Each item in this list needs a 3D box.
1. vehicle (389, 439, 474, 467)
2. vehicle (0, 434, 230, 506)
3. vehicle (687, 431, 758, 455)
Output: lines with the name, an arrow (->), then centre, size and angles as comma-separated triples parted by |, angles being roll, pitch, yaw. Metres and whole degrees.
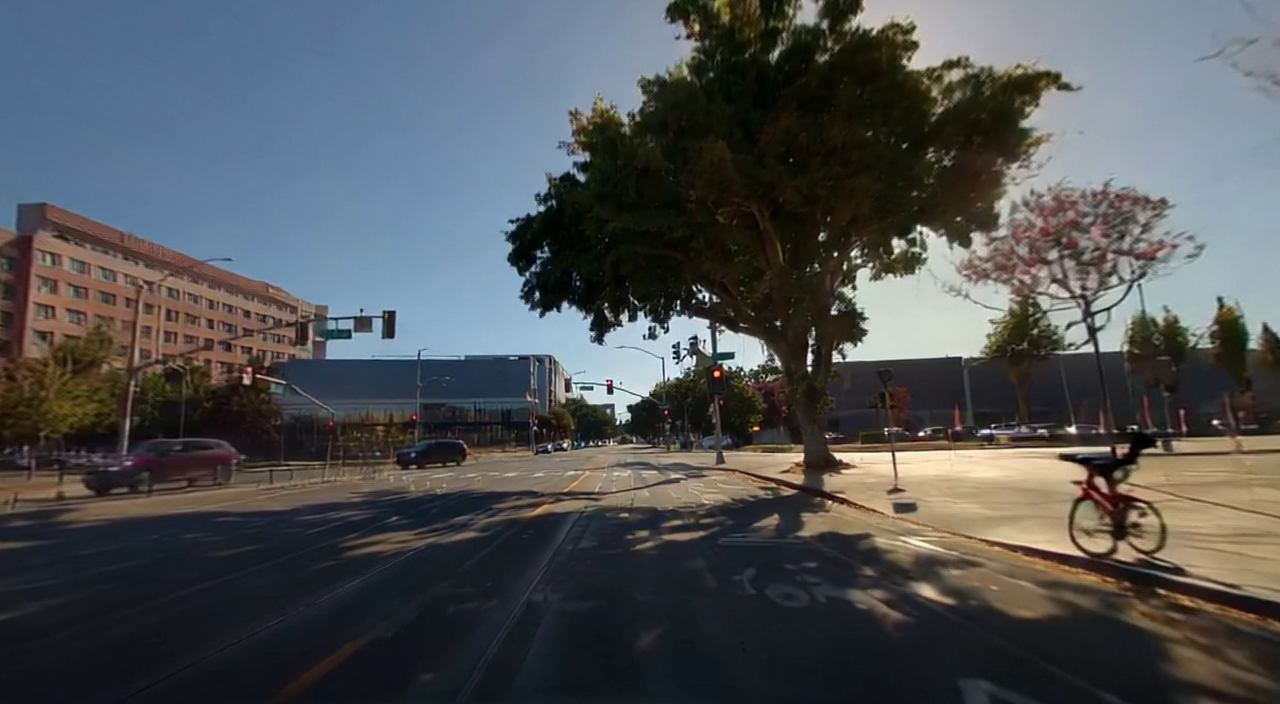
vehicle -> -12.321, 5.996, 37.598 | 1.912, 1.500, 4.577 | -6, -10, 32
vehicle -> -13.306, 2.986, 16.432 | 2.111, 1.598, 4.359 | -1, -9, 5
vehicle -> 5.790, 6.360, 44.226 | 4.572, 1.599, 1.938 | 4, -9, -24
